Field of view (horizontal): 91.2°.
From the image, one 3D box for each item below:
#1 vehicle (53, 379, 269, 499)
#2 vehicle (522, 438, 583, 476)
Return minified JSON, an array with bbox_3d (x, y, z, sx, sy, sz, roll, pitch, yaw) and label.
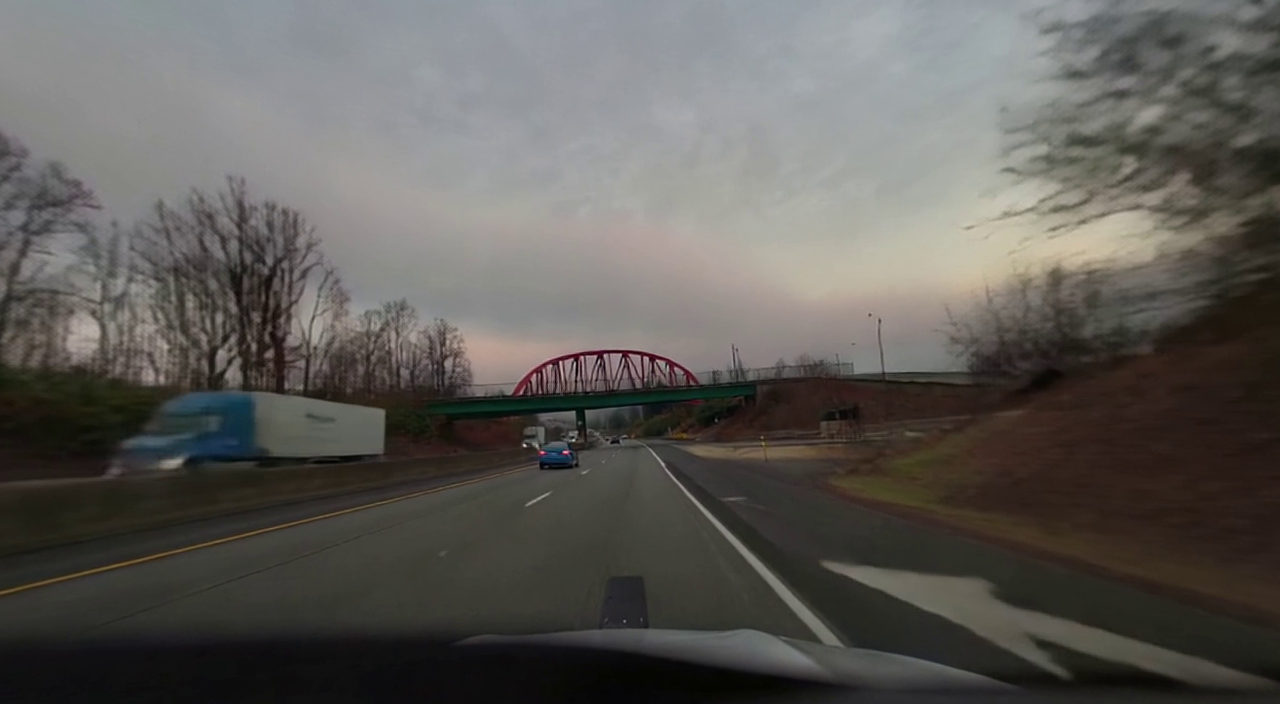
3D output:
[{"bbox_3d":[-18.152,3.391,24.524,3.207,4.027,6.228,0,-8,1],"label":"vehicle"},{"bbox_3d":[-3.814,4.671,28.157,2.052,1.556,4.405,0,-8,1],"label":"vehicle"}]
